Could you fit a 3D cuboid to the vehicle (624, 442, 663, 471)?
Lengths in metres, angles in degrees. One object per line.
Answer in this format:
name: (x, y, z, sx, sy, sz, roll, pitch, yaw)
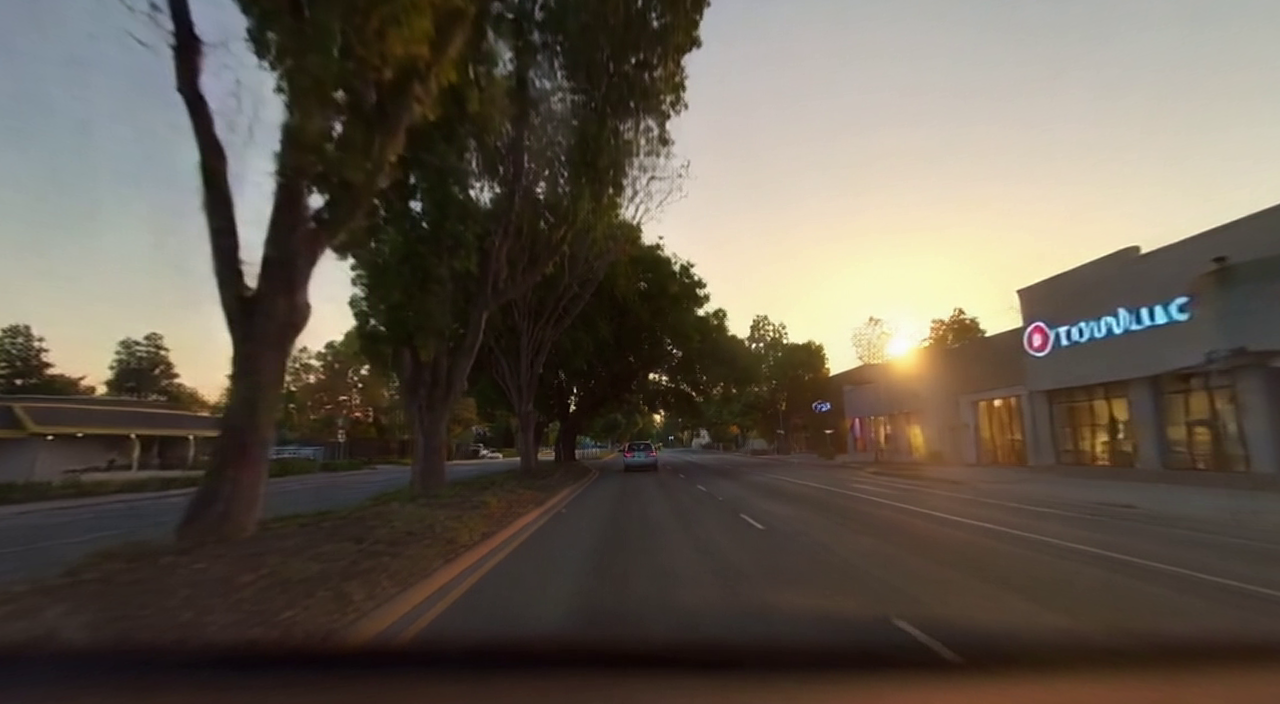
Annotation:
vehicle: (0.125, 5.592, 33.875, 1.998, 1.452, 3.773, 0, -9, -2)
